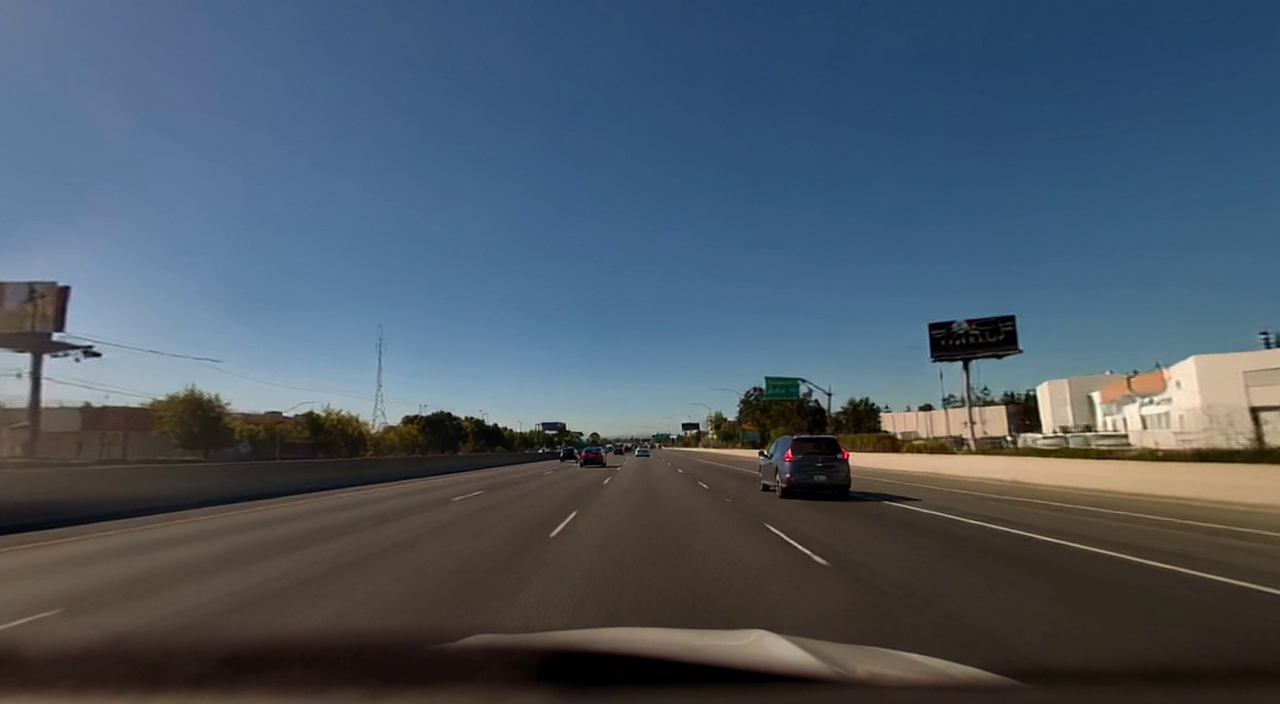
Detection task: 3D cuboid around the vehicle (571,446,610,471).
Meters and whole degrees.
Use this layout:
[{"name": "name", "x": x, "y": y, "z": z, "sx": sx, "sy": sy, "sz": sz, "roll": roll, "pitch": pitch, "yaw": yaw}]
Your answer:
[{"name": "vehicle", "x": -3.179, "y": 6.935, "z": 41.255, "sx": 2.139, "sy": 1.510, "sz": 4.506, "roll": 0, "pitch": -9, "yaw": 0}]

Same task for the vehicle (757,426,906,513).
[{"name": "vehicle", "x": 4.382, "y": 2.787, "z": 15.381, "sx": 2.109, "sy": 1.764, "sz": 4.704, "roll": 0, "pitch": -9, "yaw": -1}]
